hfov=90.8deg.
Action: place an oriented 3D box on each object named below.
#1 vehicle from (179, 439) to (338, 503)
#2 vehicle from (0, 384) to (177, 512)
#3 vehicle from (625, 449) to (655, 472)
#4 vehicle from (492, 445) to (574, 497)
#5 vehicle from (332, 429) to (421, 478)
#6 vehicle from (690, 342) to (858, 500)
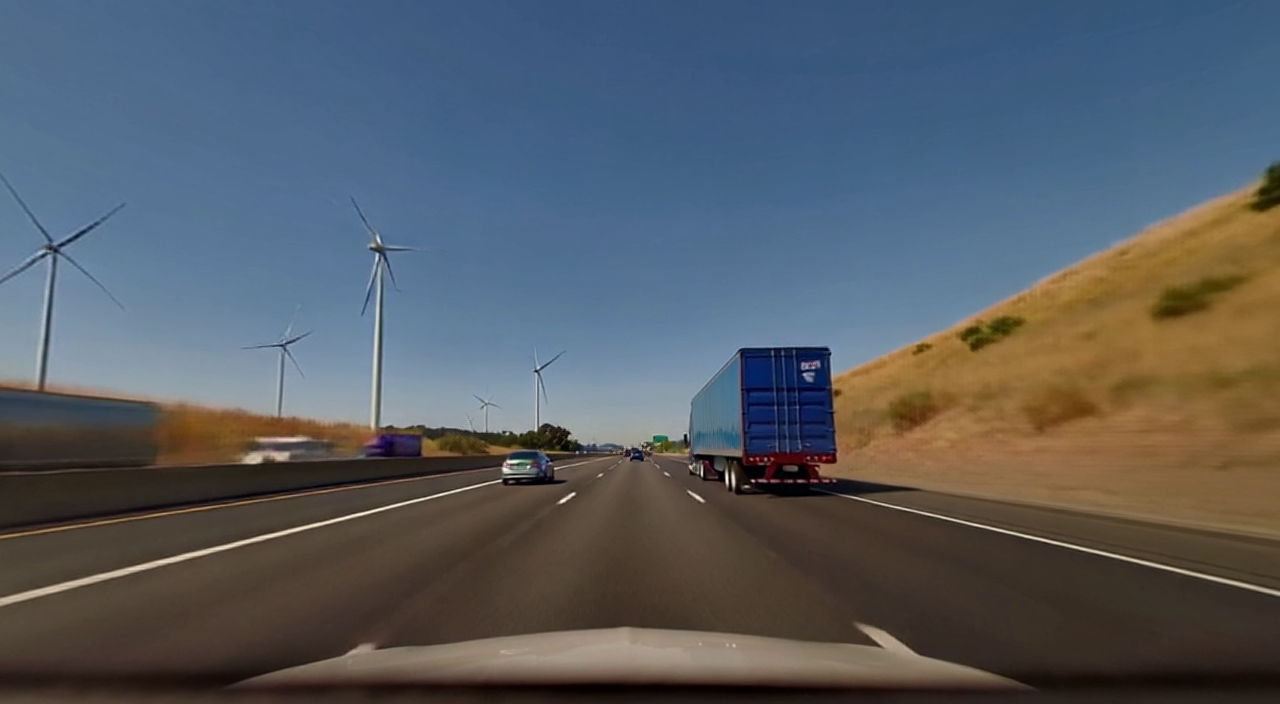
[{"bbox_3d":[-11.629,3.640,19.744,2.054,1.737,4.620,0,-9,0],"label":"vehicle"},{"bbox_3d":[-20.819,2.827,18.530,2.876,3.822,15.372,0,-9,0],"label":"vehicle"},{"bbox_3d":[-0.007,7.218,42.115,1.931,1.453,3.695,0,-9,-1],"label":"vehicle"},{"bbox_3d":[-3.431,3.902,21.042,1.952,1.521,4.095,0,-9,1],"label":"vehicle"},{"bbox_3d":[-19.269,7.540,46.888,2.910,3.234,8.361,0,-9,0],"label":"vehicle"},{"bbox_3d":[3.907,2.781,22.722,2.947,3.989,13.568,0,-9,0],"label":"vehicle"}]
